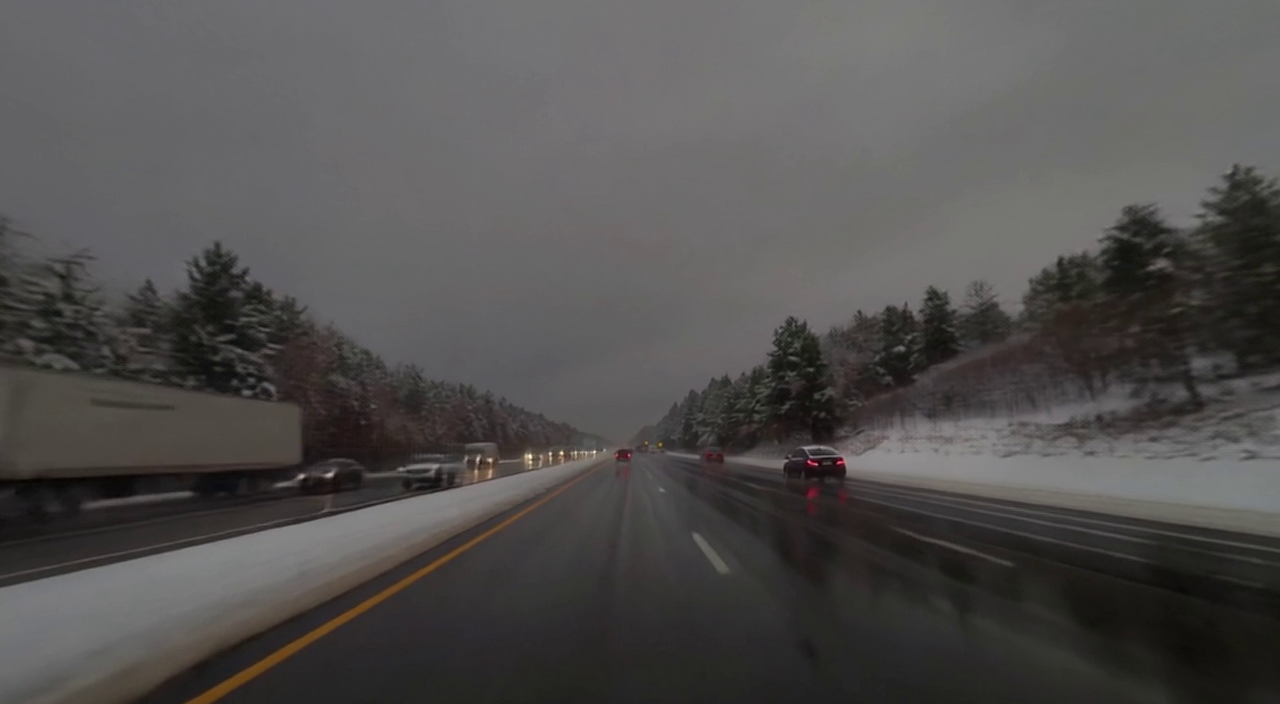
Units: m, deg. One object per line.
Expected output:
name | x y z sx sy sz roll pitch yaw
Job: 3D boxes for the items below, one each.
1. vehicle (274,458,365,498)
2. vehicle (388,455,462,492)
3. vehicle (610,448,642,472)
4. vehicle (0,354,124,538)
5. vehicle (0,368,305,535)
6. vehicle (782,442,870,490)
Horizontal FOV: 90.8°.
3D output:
vehicle | -13.779 5.421 27.421 1.807 1.535 4.105 0 -9 -1
vehicle | -9.348 5.275 27.759 1.871 1.472 3.866 0 -9 0
vehicle | -0.935 7.339 42.927 2.021 1.507 4.272 0 -9 -1
vehicle | -16.854 2.291 15.322 3.339 4.325 5.934 0 -9 -1
vehicle | -16.999 3.476 22.193 2.933 4.011 13.984 0 -9 -1
vehicle | 6.681 4.135 23.158 1.903 1.566 3.866 0 -9 -2
